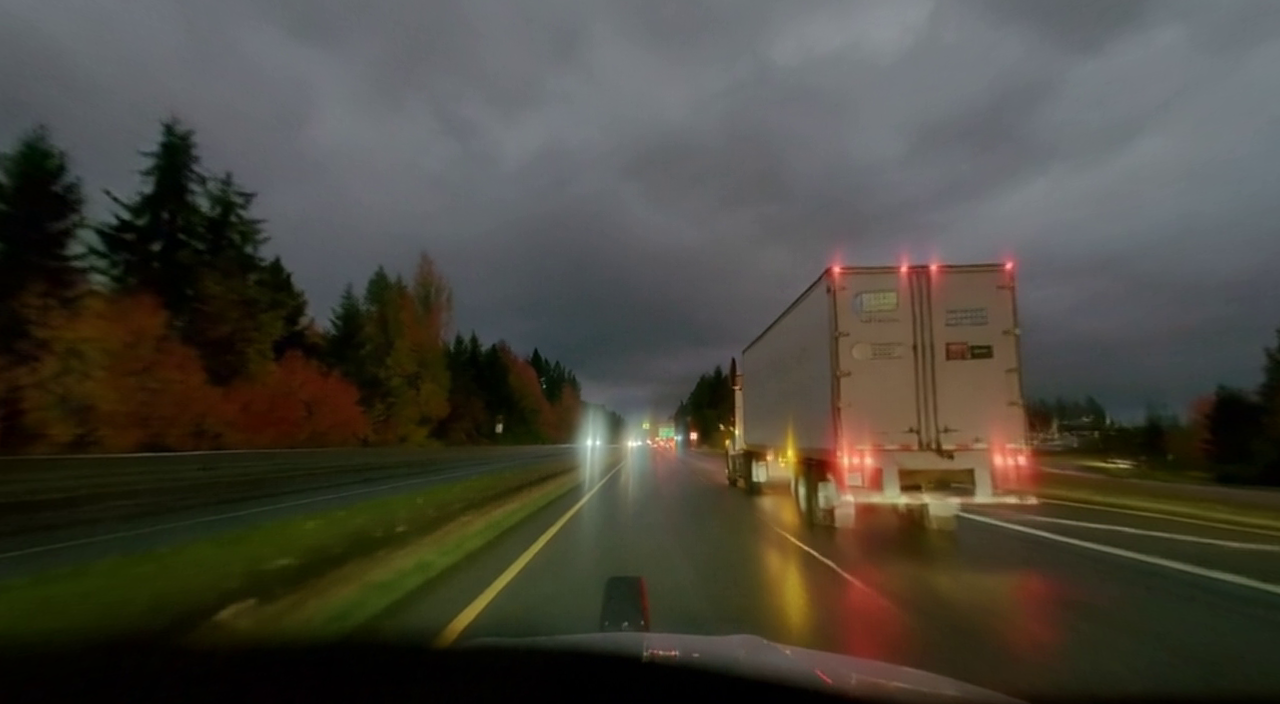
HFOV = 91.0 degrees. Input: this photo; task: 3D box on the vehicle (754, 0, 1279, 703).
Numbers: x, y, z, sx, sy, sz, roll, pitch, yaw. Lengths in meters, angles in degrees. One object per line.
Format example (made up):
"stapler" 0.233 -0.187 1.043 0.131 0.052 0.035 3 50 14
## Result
"vehicle" 3.839 -0.206 4.293 3.691 4.331 13.909 0 -8 1
